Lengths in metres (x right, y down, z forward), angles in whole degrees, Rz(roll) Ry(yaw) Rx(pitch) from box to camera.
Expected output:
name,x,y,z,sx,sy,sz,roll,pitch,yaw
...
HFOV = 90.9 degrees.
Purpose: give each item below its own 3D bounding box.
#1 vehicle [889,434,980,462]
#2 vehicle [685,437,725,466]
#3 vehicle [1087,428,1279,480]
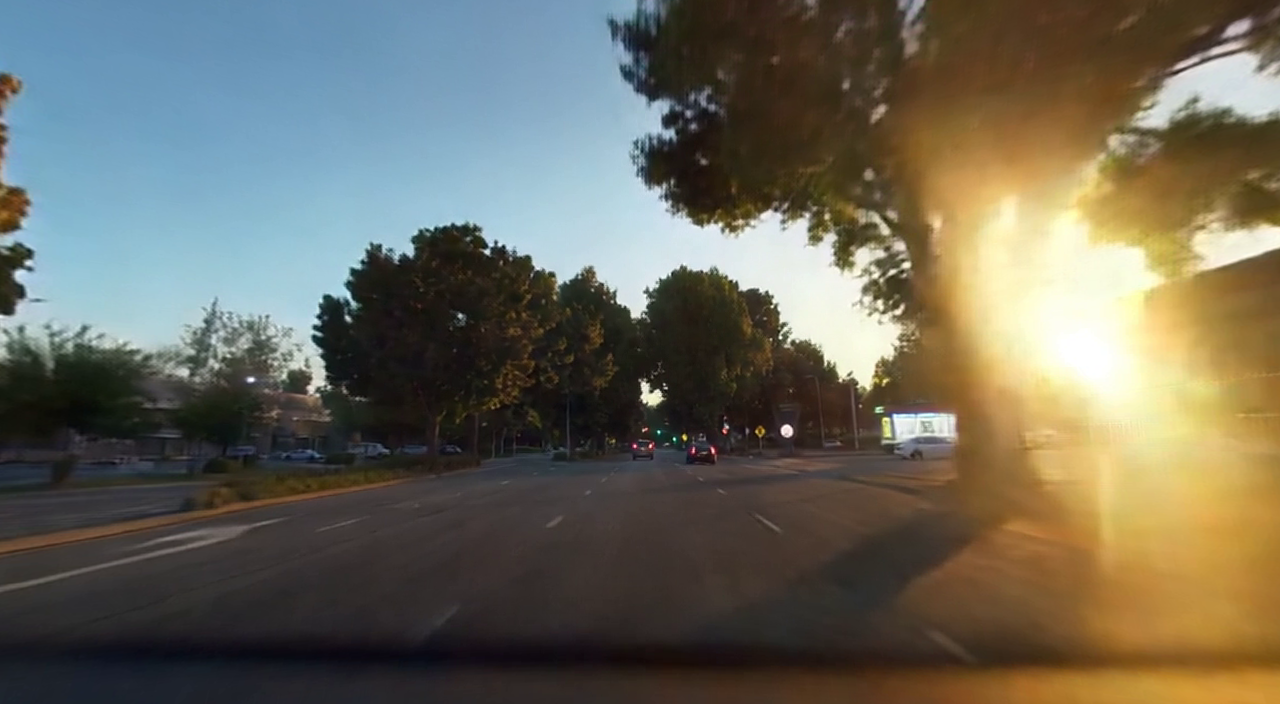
name,x,y,z,sx,sy,sz,roll,pitch,yaw
vehicle,17.153,5.611,36.842,4.233,1.562,2.143,0,-8,1
vehicle,4.031,6.261,39.679,2.007,1.683,4.171,0,-8,-1
vehicle,16.901,3.150,19.463,4.685,1.478,1.849,-1,-9,2
